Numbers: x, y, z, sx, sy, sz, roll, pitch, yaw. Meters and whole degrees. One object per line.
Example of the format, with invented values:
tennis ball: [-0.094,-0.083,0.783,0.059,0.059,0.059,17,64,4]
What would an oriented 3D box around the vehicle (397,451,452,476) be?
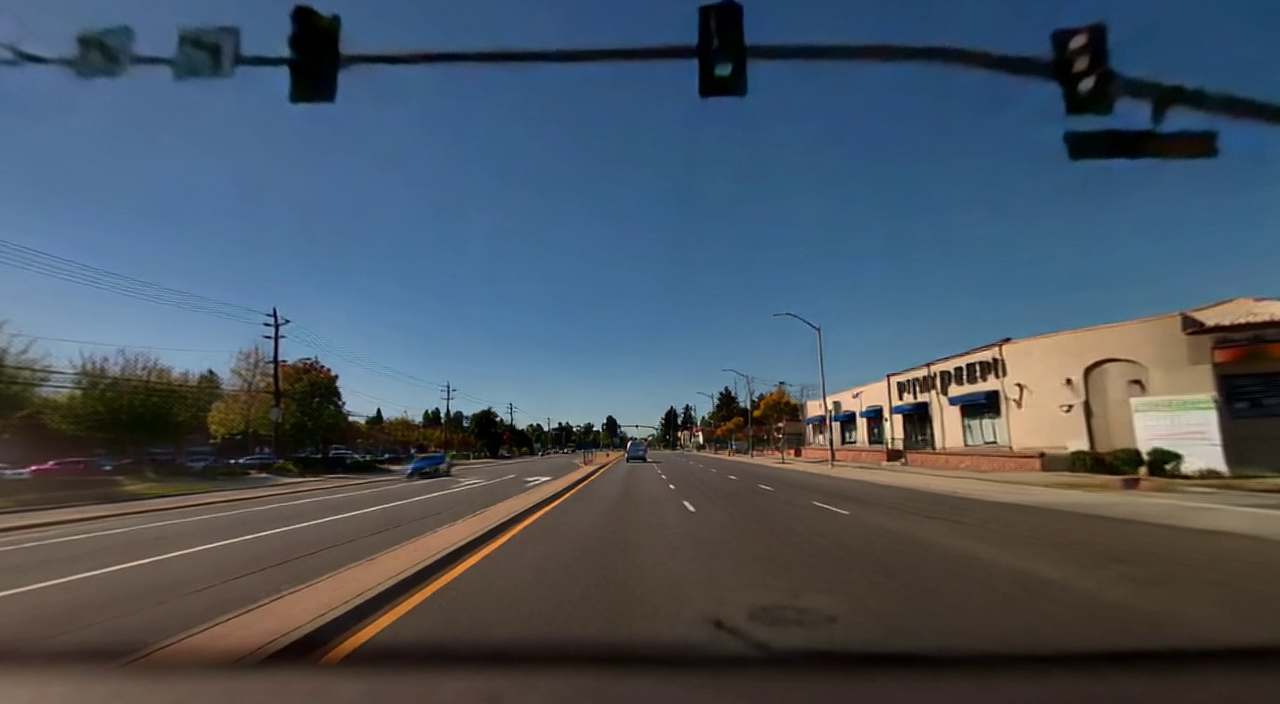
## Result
vehicle: [-14.163,7.366,41.865,1.896,1.485,4.655,0,-8,2]

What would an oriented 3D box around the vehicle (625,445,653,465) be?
vehicle: [-0.112,8.009,49.425,2.027,1.494,3.942,0,-8,-1]
